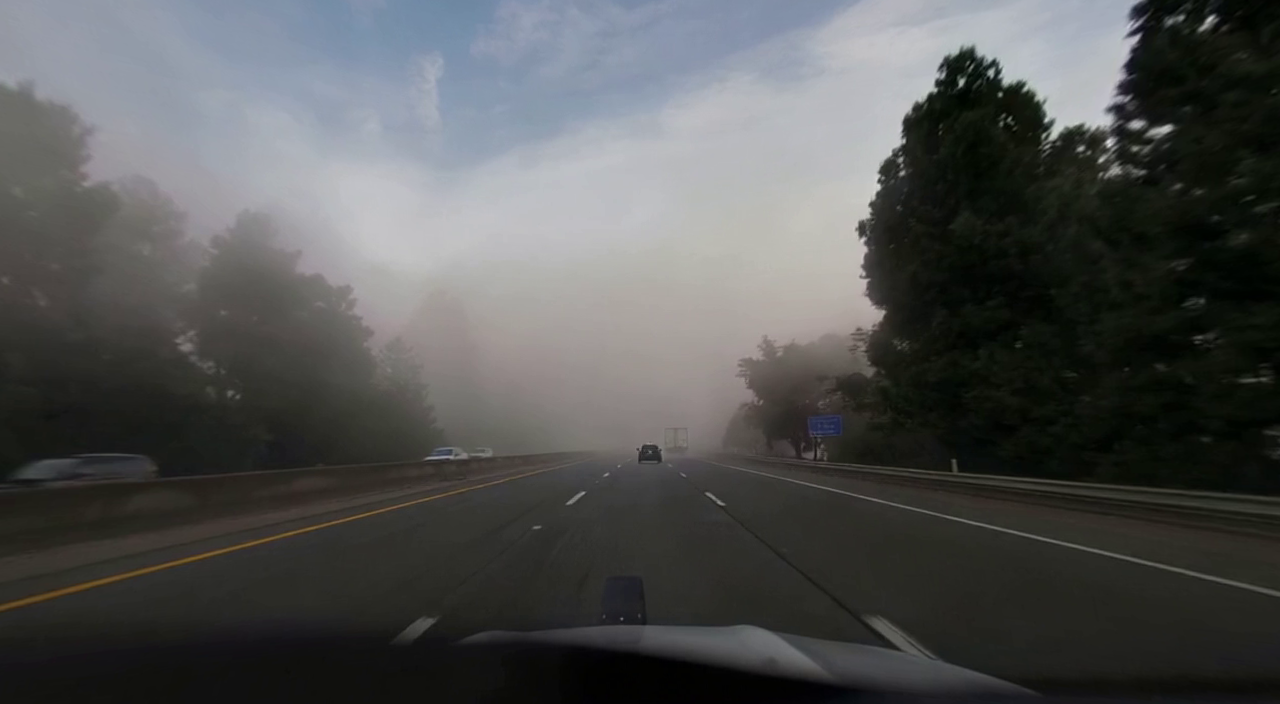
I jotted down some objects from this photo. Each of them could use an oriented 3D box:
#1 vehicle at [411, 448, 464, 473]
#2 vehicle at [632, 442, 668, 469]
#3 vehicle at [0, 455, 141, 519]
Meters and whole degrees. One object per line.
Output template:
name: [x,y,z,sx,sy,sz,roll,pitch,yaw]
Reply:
vehicle: [-13.187,7.085,41.362,1.967,1.496,4.528,0,-9,0]
vehicle: [0.555,6.560,40.255,2.173,1.598,4.293,0,-9,-1]
vehicle: [-16.304,3.544,16.942,1.893,1.493,4.754,0,-9,0]
